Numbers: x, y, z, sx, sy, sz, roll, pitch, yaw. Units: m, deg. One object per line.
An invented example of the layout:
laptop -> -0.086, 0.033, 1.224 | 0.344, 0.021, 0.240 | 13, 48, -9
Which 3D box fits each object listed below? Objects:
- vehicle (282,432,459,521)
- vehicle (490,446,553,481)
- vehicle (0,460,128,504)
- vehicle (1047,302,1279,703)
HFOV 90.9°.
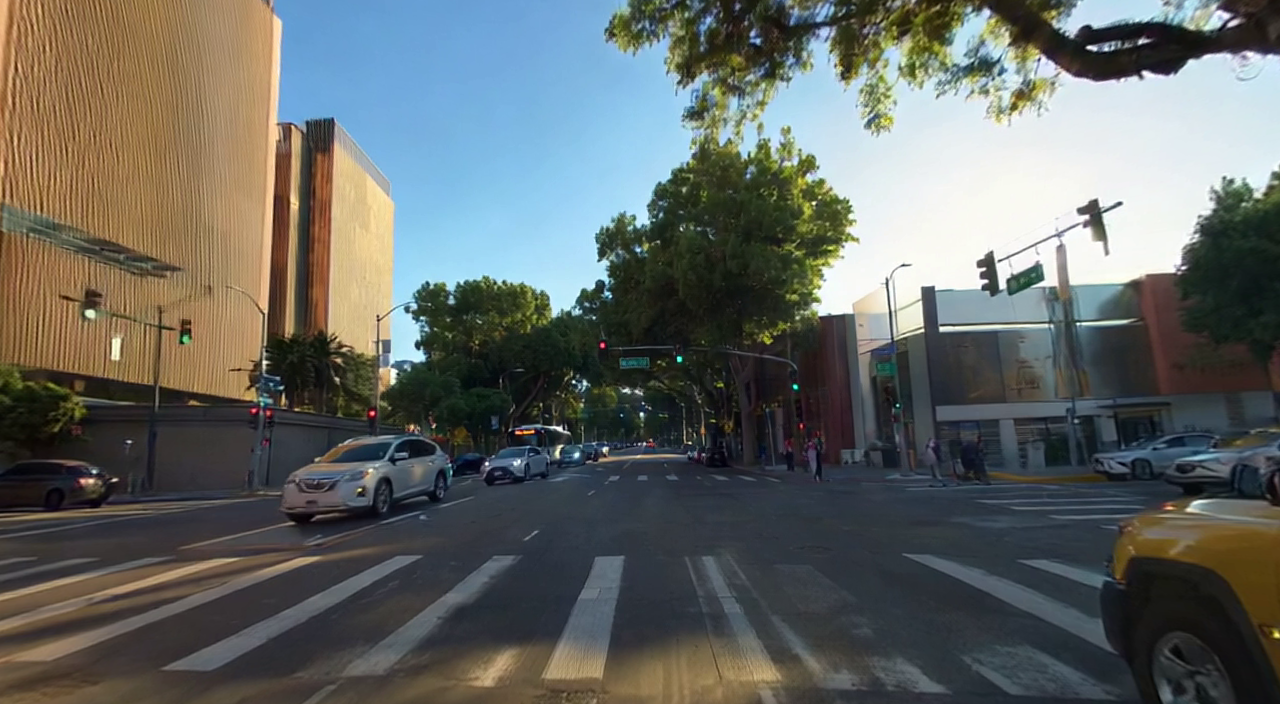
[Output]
vehicle -> -5.904, 2.752, 14.548 | 1.990, 1.710, 4.507 | 0, -8, 1
vehicle -> -5.446, 5.179, 29.636 | 1.956, 1.457, 4.958 | 0, -8, 1
vehicle -> -27.153, 5.966, 29.137 | 5.101, 1.851, 2.118 | 0, -8, 2
vehicle -> 3.250, 0.537, 0.672 | 2.118, 1.848, 5.426 | 0, -8, 2
